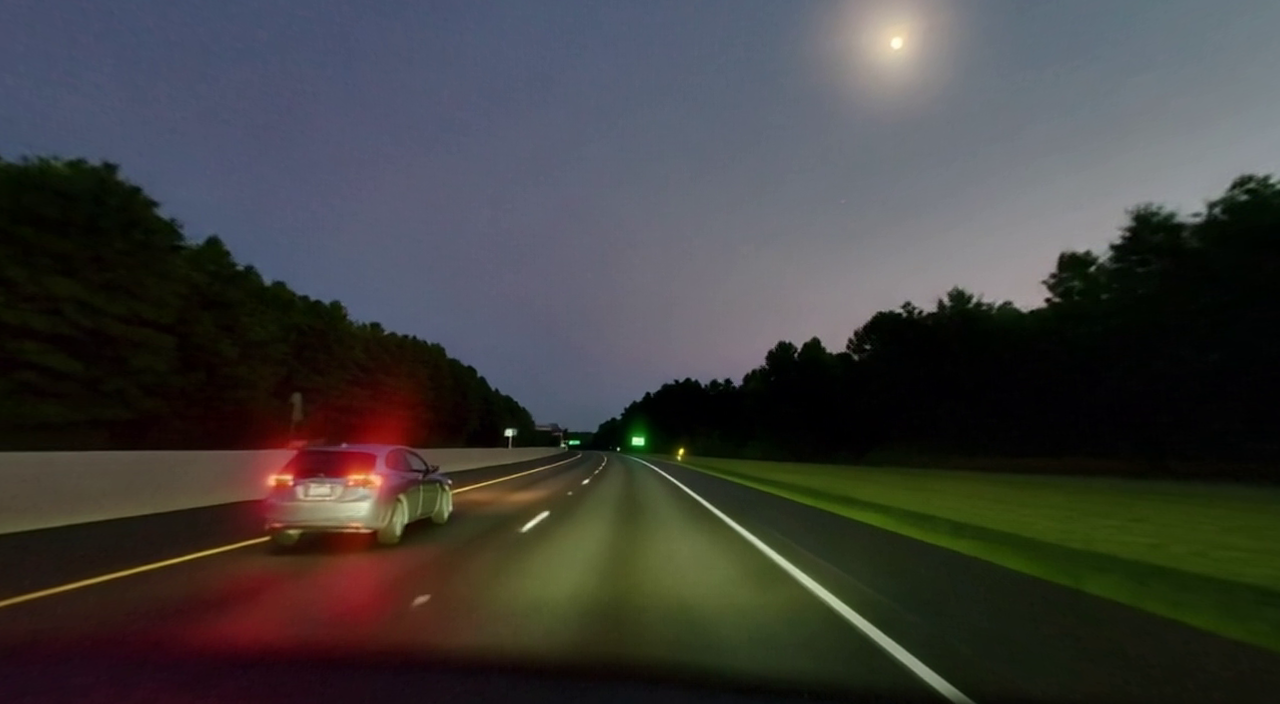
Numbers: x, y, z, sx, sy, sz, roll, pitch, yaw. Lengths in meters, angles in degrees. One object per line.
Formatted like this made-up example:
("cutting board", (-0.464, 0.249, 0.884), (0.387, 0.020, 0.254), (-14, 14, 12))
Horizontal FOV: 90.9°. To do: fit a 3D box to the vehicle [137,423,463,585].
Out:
("vehicle", (-3.830, 1.768, 8.089), (1.990, 1.532, 3.911), (0, -9, 0))
